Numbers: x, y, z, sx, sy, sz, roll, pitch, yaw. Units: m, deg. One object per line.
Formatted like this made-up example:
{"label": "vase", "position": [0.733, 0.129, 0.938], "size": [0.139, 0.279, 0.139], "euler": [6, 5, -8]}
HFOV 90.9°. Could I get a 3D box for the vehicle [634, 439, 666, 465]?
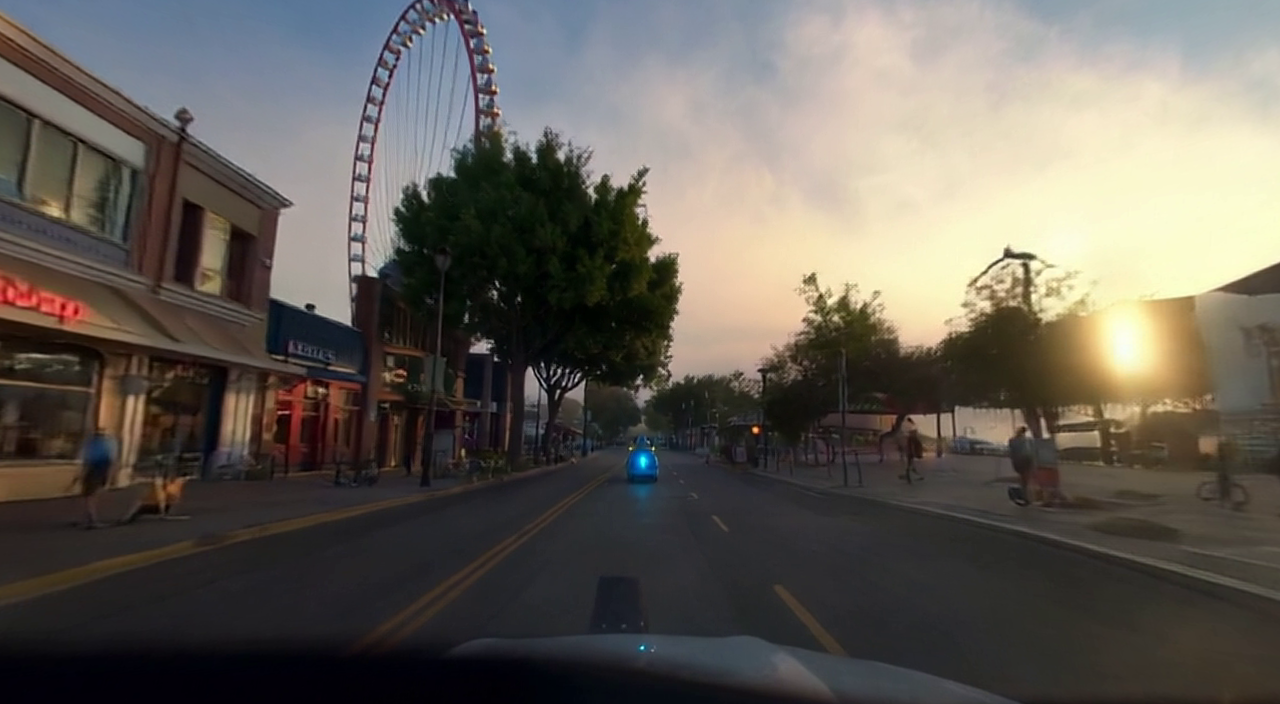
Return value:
{"label": "vehicle", "position": [0.684, 7.225, 45.734], "size": [2.221, 1.773, 4.228], "euler": [0, -9, 0]}
